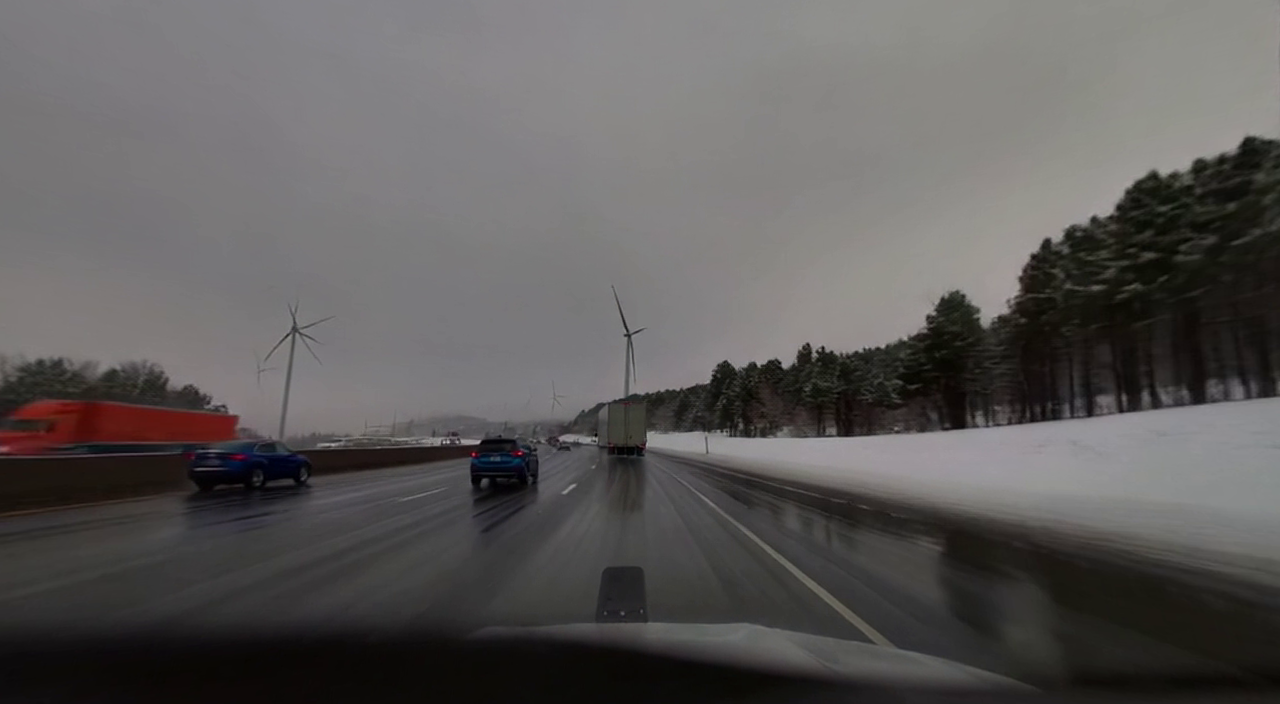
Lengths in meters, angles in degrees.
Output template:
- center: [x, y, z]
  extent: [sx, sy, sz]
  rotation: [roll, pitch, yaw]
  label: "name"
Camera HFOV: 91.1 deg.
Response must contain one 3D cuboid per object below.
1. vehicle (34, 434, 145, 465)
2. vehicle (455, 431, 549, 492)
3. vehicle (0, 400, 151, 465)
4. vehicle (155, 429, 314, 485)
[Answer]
- center: [-29.437, 5.245, 33.808]
  extent: [1.949, 1.537, 4.581]
  rotation: [0, -8, -2]
  label: "vehicle"
- center: [-4.142, 3.332, 19.507]
  extent: [2.109, 1.684, 3.783]
  rotation: [0, -8, -1]
  label: "vehicle"
- center: [-37.781, 5.508, 42.497]
  extent: [3.004, 3.920, 8.026]
  rotation: [0, -8, -3]
  label: "vehicle"
- center: [-14.945, 3.910, 23.708]
  extent: [2.285, 1.835, 5.672]
  rotation: [0, -8, -1]
  label: "vehicle"
